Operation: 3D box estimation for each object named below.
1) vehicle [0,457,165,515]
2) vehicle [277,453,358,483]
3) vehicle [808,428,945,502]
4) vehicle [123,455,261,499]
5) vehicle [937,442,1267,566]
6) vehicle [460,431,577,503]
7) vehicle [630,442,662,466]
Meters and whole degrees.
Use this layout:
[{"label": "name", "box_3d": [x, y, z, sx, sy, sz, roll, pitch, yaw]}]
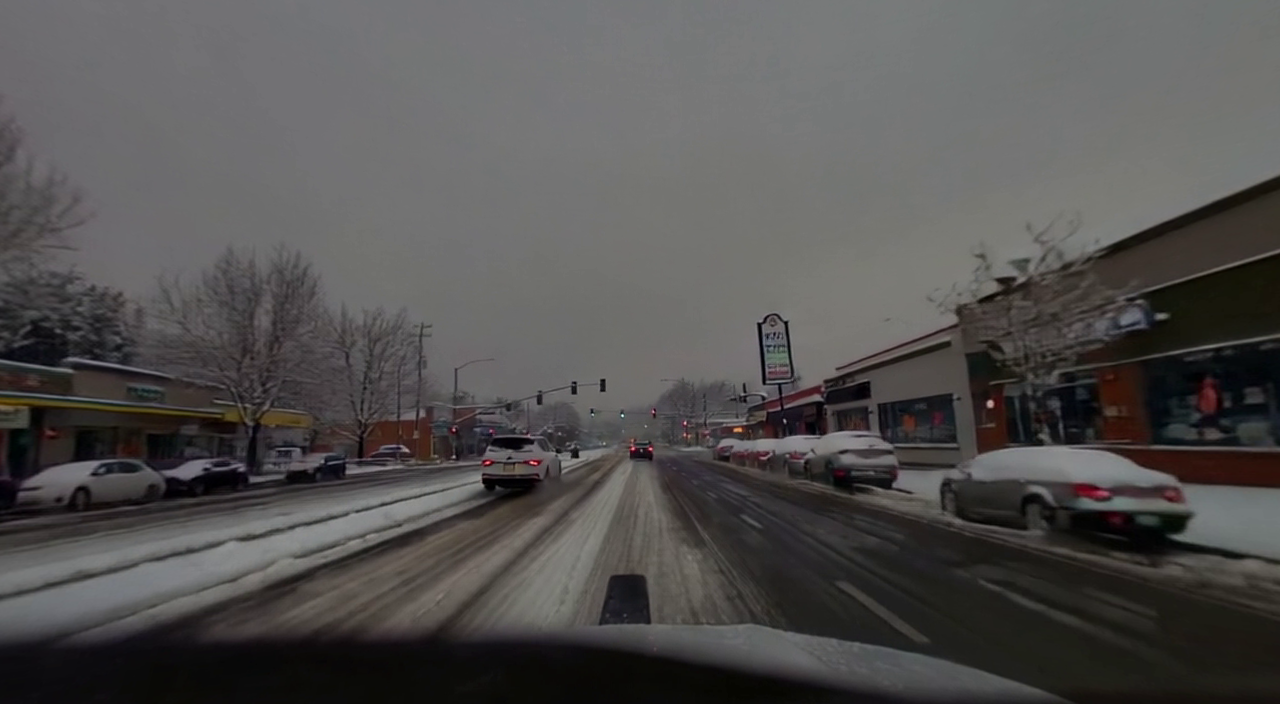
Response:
[{"label": "vehicle", "box_3d": [-17.335, 4.026, 19.391, 1.800, 1.470, 4.548, 0, -9, 2]}, {"label": "vehicle", "box_3d": [-17.209, 6.183, 33.953, 1.894, 1.458, 4.565, 0, -9, 1]}, {"label": "vehicle", "box_3d": [6.674, 3.257, 18.605, 2.005, 1.858, 5.253, 0, -9, 0]}, {"label": "vehicle", "box_3d": [-17.242, 4.796, 24.600, 2.046, 1.458, 4.539, 0, -9, 0]}, {"label": "vehicle", "box_3d": [6.629, 2.166, 9.829, 1.871, 1.478, 4.272, 0, -9, 0]}, {"label": "vehicle", "box_3d": [-3.027, 2.982, 16.788, 2.049, 1.646, 4.445, -1, -9, 2]}, {"label": "vehicle", "box_3d": [0.379, 6.887, 42.652, 2.037, 1.484, 4.073, 0, -9, 0]}]
